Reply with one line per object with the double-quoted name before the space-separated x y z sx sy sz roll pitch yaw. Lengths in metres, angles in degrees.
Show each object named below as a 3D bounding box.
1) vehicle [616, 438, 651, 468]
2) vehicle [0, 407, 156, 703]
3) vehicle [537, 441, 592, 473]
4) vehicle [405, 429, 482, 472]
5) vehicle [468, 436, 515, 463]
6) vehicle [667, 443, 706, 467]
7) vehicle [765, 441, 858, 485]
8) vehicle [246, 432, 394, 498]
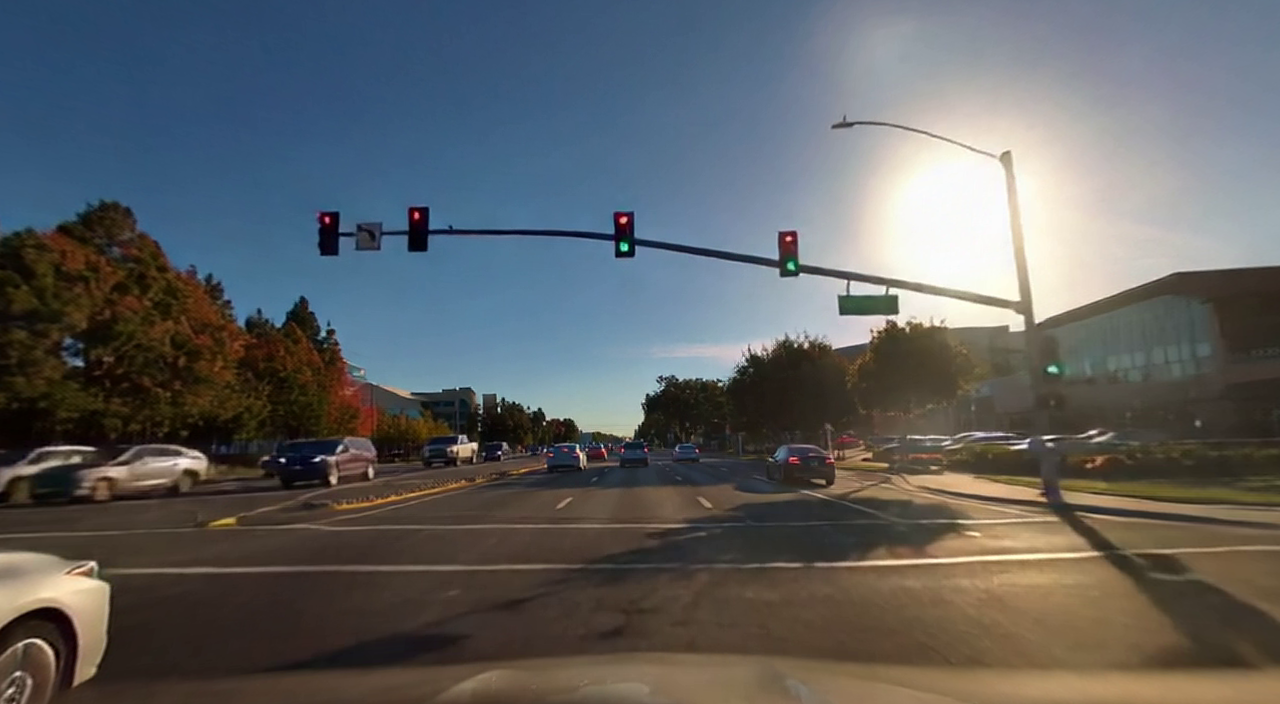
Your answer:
"vehicle" -0.358 6.109 38.431 2.008 1.716 4.125 0 -8 0
"vehicle" -3.696 0.772 1.269 2.018 1.476 4.364 0 -8 -1
"vehicle" -3.719 5.266 31.921 2.163 1.474 4.413 0 -8 0
"vehicle" -9.236 4.642 30.090 2.185 1.752 4.599 -4 -8 0
"vehicle" -9.414 6.217 40.353 2.026 1.639 4.496 0 -8 -1
"vehicle" 2.905 6.483 40.144 2.014 1.430 4.103 0 -8 -2
"vehicle" 6.212 4.052 23.497 2.028 1.451 4.625 0 -8 -2
"vehicle" -8.983 3.138 18.202 1.929 1.492 4.430 -5 -7 1
